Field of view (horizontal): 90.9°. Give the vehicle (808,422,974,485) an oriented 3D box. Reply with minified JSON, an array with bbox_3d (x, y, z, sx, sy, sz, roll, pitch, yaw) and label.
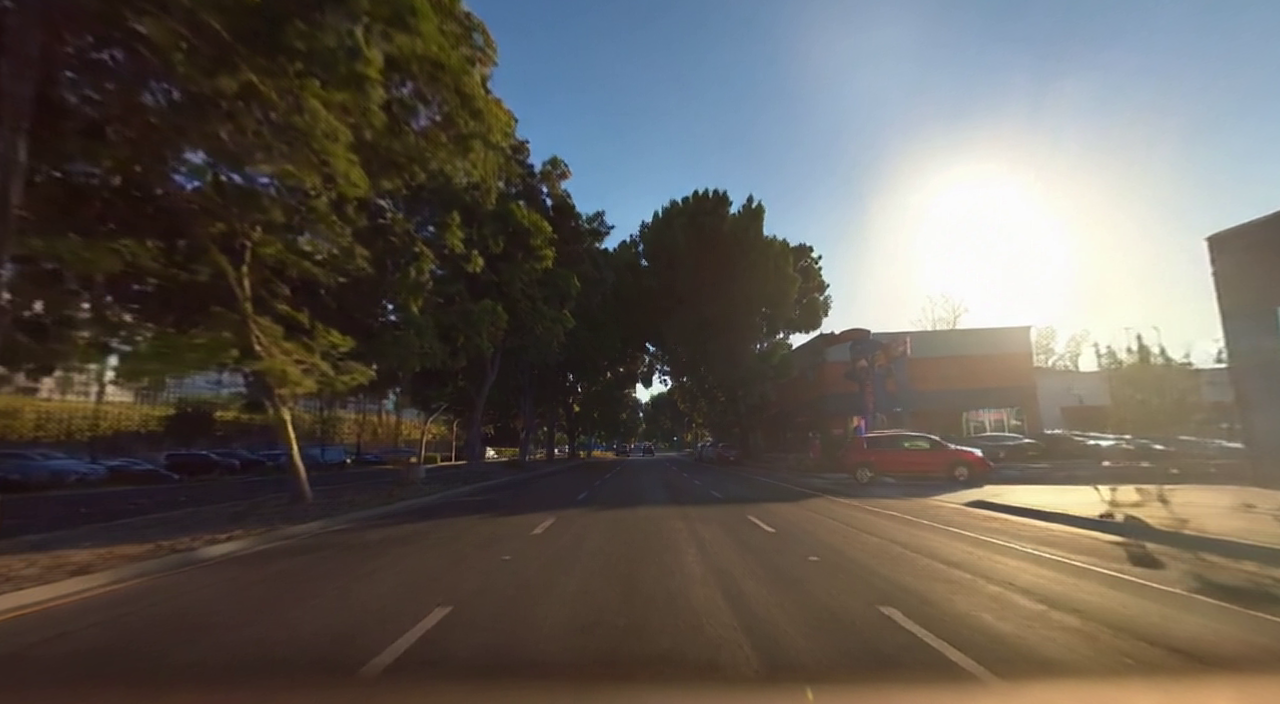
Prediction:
[{"bbox_3d":[9.116,3.733,23.363,5.329,2.114,2.325,-3,-9,18],"label":"vehicle"}]

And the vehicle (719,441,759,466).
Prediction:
[{"bbox_3d":[7.267,7.504,46.669,2.084,1.736,4.754,0,-8,-1],"label":"vehicle"}]

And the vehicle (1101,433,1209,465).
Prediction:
[{"bbox_3d":[29.730,5.600,36.488,4.342,1.713,2.036,-1,-8,2],"label":"vehicle"}]

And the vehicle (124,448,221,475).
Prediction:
[{"bbox_3d":[-32.594,7.630,44.053,4.923,1.843,2.179,0,-8,0],"label":"vehicle"}]

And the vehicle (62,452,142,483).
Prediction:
[{"bbox_3d":[-38.744,8.311,45.549,1.904,2.047,4.395,0,-8,-2],"label":"vehicle"}]

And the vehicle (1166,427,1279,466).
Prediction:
[{"bbox_3d":[29.251,4.655,31.132,4.641,1.816,1.954,0,-8,2],"label":"vehicle"}]

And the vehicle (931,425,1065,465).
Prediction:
[{"bbox_3d":[16.738,4.386,29.709,4.897,1.739,2.259,-1,-8,2],"label":"vehicle"}]

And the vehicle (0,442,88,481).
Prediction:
[{"bbox_3d":[-32.963,5.818,33.574,4.895,1.947,2.182,0,-8,-1],"label":"vehicle"}]
